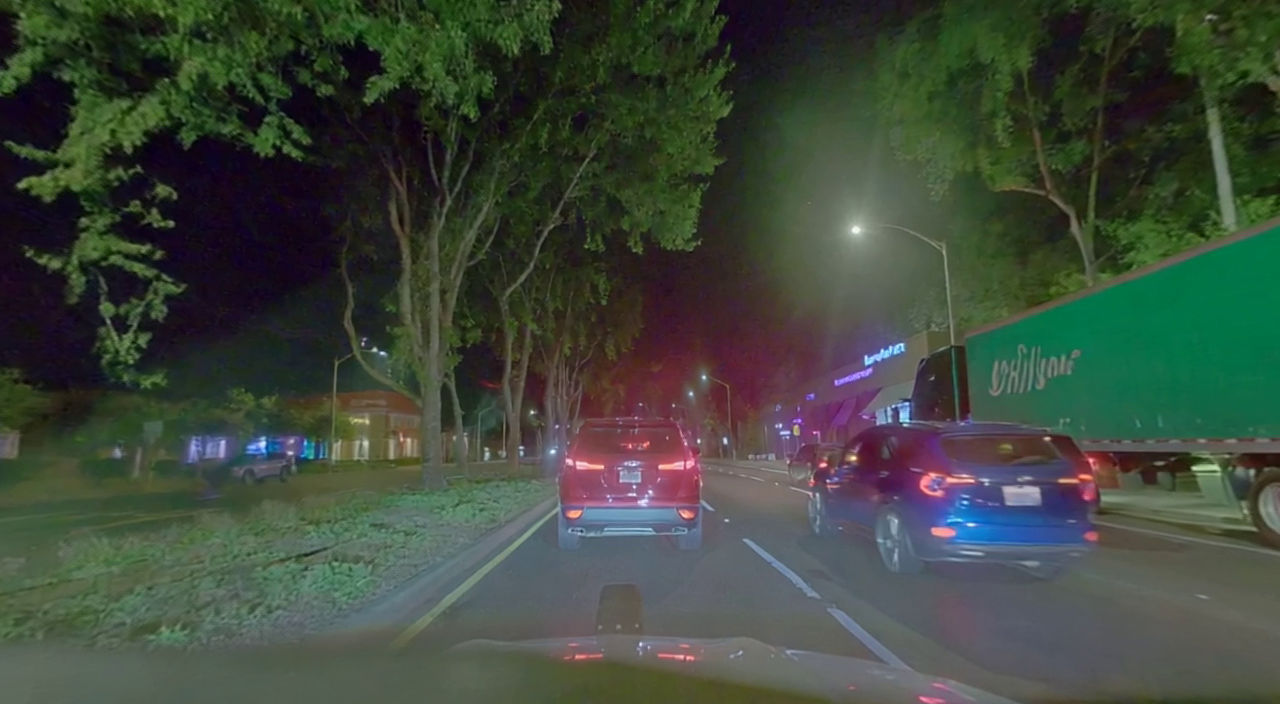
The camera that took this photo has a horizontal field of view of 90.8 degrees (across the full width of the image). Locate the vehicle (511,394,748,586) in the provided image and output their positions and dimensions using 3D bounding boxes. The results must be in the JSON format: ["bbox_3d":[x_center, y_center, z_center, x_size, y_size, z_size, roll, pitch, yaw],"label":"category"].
[{"bbox_3d":[-0.115,1.673,8.412,2.320,1.880,4.192,0,-9,0],"label":"vehicle"}]

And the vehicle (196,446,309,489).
[{"bbox_3d":[-19.340,5.746,31.904,2.302,1.939,5.221,0,-9,0],"label":"vehicle"}]

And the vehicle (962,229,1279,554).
[{"bbox_3d":[9.990,0.414,7.705,2.879,4.284,17.334,0,-9,-1],"label":"vehicle"}]

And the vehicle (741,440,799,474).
[{"bbox_3d":[6.312,5.126,31.102,1.914,1.523,4.287,0,-9,0],"label":"vehicle"}]

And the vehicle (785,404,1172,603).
[{"bbox_3d":[3.358,1.607,7.616,2.123,1.648,4.547,0,-9,0],"label":"vehicle"}]
